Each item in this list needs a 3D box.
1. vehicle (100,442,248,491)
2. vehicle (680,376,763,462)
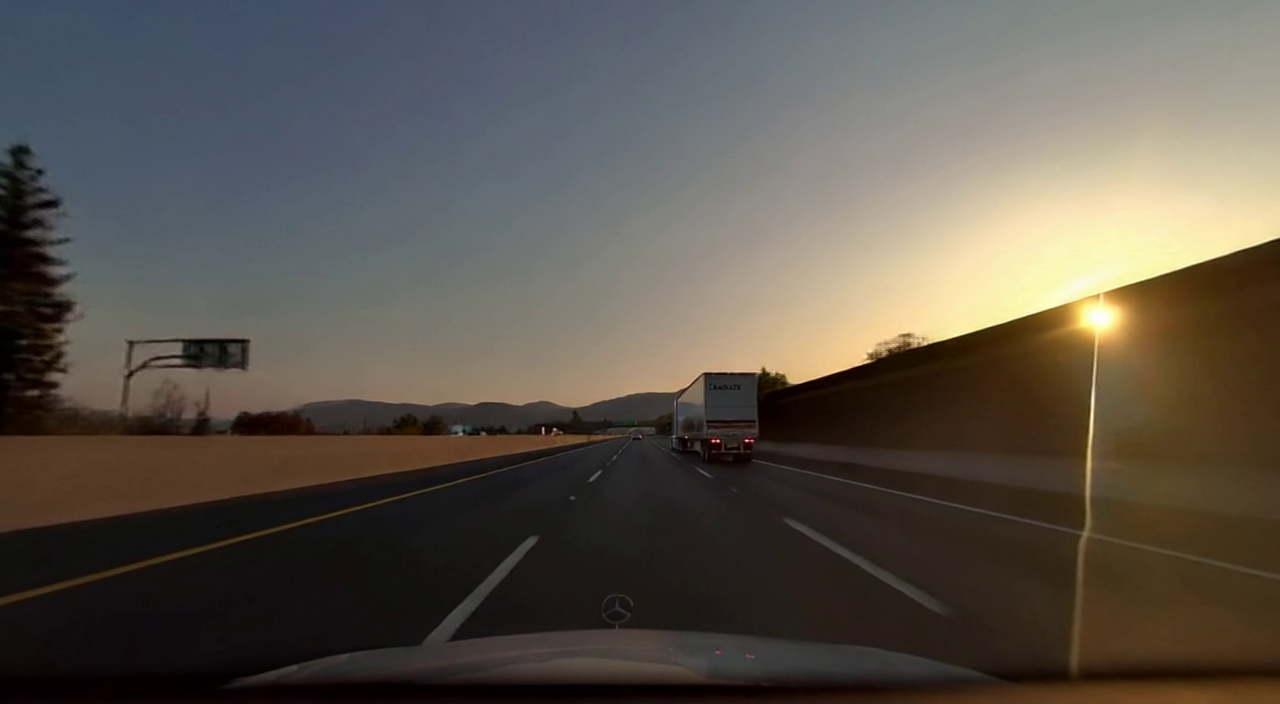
[{"bbox_3d":[-15.757,3.846,21.588,1.823,1.465,4.245,0,-8,0],"label":"vehicle"},{"bbox_3d":[4.251,4.092,36.491,2.920,4.029,13.900,0,-8,0],"label":"vehicle"}]
